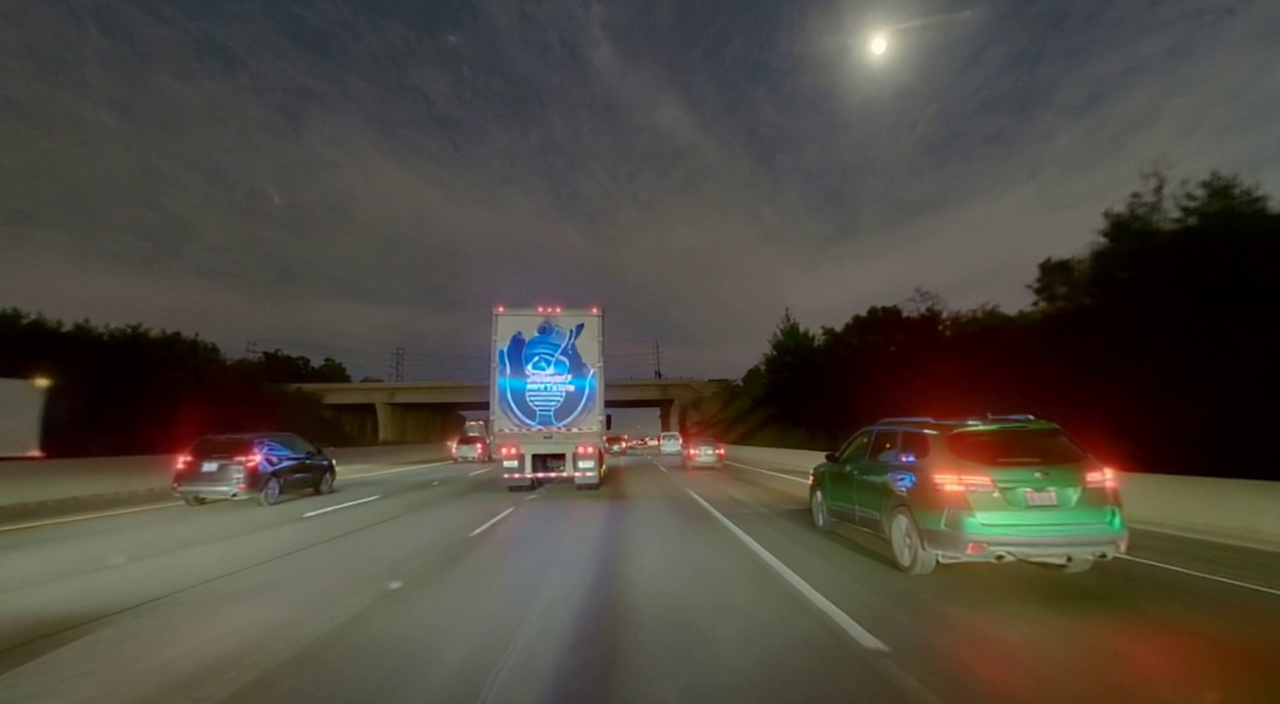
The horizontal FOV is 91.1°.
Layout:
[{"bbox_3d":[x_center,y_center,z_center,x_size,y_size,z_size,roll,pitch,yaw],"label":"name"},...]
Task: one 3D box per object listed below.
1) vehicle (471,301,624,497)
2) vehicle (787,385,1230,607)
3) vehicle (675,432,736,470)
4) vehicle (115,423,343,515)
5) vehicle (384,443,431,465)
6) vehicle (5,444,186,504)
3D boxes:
[{"bbox_3d":[-2.202,1.545,17.193,2.911,3.787,9.905,1,-8,-5],"label":"vehicle"},{"bbox_3d":[3.300,1.371,6.980,2.118,1.647,4.400,0,-8,-2],"label":"vehicle"},{"bbox_3d":[2.766,4.311,27.688,2.003,1.519,4.580,0,-8,-2],"label":"vehicle"},{"bbox_3d":[-8.562,2.435,13.744,2.048,1.652,4.421,0,-8,-1],"label":"vehicle"},{"bbox_3d":[-17.470,7.676,47.367,1.874,1.491,4.393,0,-7,0],"label":"vehicle"},{"bbox_3d":[-16.506,3.674,19.411,1.933,1.573,4.153,0,-8,-2],"label":"vehicle"}]
